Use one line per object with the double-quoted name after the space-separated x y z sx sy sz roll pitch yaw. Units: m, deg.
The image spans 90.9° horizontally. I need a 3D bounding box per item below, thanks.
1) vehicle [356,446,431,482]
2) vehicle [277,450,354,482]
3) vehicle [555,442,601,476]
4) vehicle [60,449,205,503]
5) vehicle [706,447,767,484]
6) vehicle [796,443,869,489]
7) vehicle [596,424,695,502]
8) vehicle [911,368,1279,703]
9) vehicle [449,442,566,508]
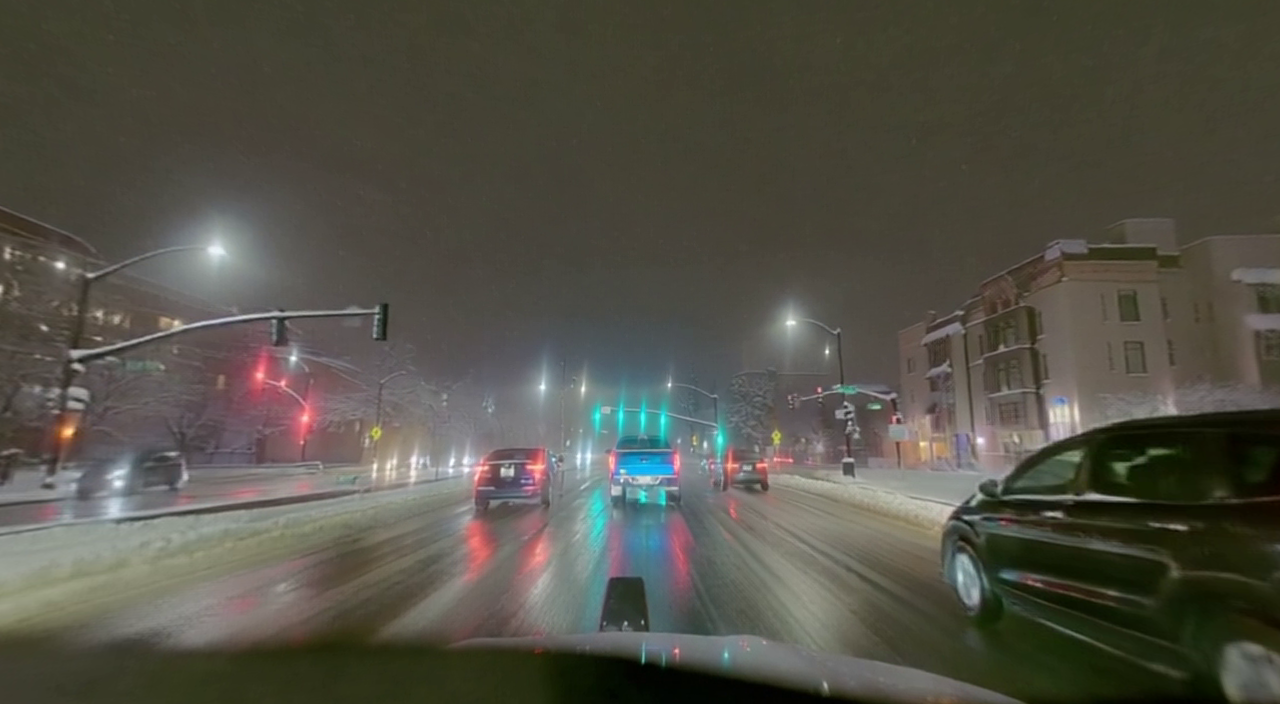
-12.284 5.578 31.720 2.054 1.662 4.384 0 -9 -1 "vehicle"
-18.482 6.475 36.117 2.025 1.625 4.527 0 -9 -1 "vehicle"
-3.273 5.748 33.998 2.018 1.700 4.142 0 -9 0 "vehicle"
-17.552 4.254 22.125 1.985 1.642 4.081 1 -9 -7 "vehicle"
4.154 4.925 27.756 1.968 1.472 4.456 0 -9 0 "vehicle"
8.831 5.218 29.267 2.126 1.820 4.521 2 -8 2 "vehicle"
0.120 3.200 18.562 2.493 1.934 4.957 0 -9 0 "vehicle"
3.419 1.051 3.535 1.955 1.628 4.152 0 -9 1 "vehicle"
-3.252 3.126 16.517 1.986 1.465 4.509 -1 -9 2 "vehicle"
